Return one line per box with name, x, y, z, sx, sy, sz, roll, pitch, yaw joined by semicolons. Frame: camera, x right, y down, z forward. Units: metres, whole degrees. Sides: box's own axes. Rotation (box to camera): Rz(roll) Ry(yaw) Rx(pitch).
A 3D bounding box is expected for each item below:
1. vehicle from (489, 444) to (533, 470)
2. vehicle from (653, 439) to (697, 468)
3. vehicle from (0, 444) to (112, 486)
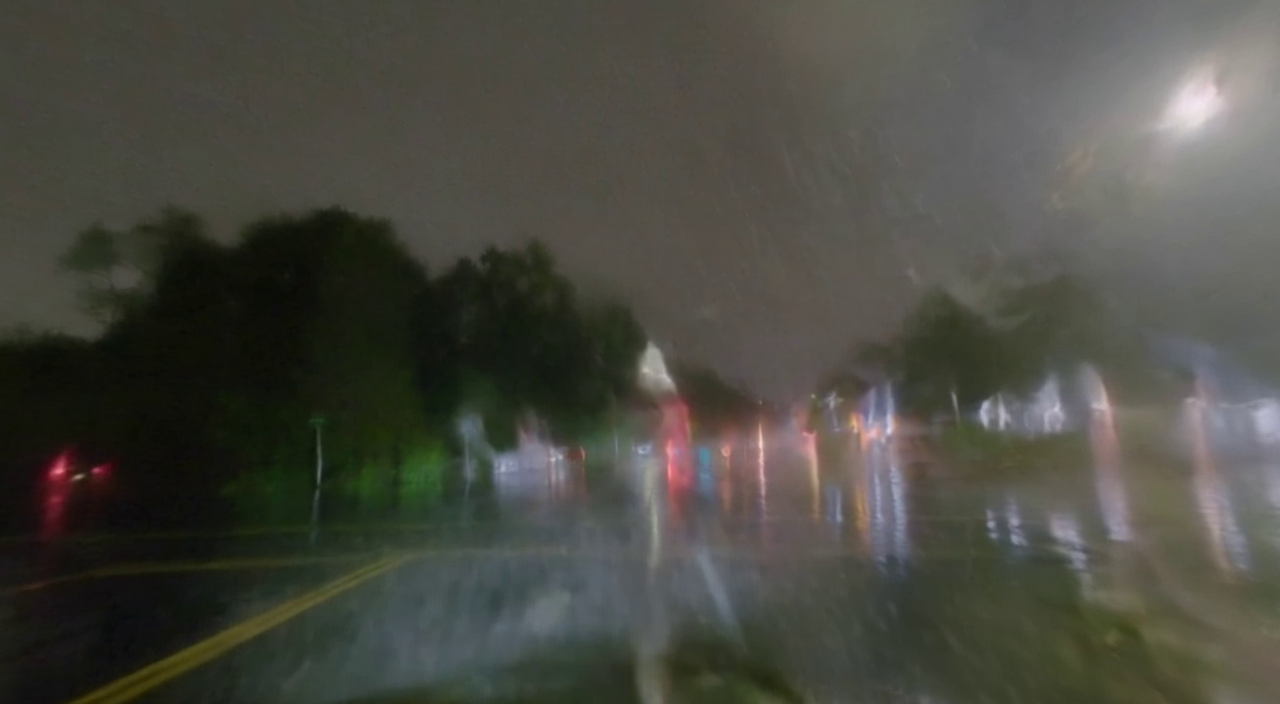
vehicle;-8.113;6.646;40.008;2.102;1.507;4.049;0;-8;-2
vehicle;1.871;5.538;34.654;2.051;1.461;4.100;0;-8;-2
vehicle;-27.592;5.185;29.129;4.986;1.796;2.066;-2;-8;12
